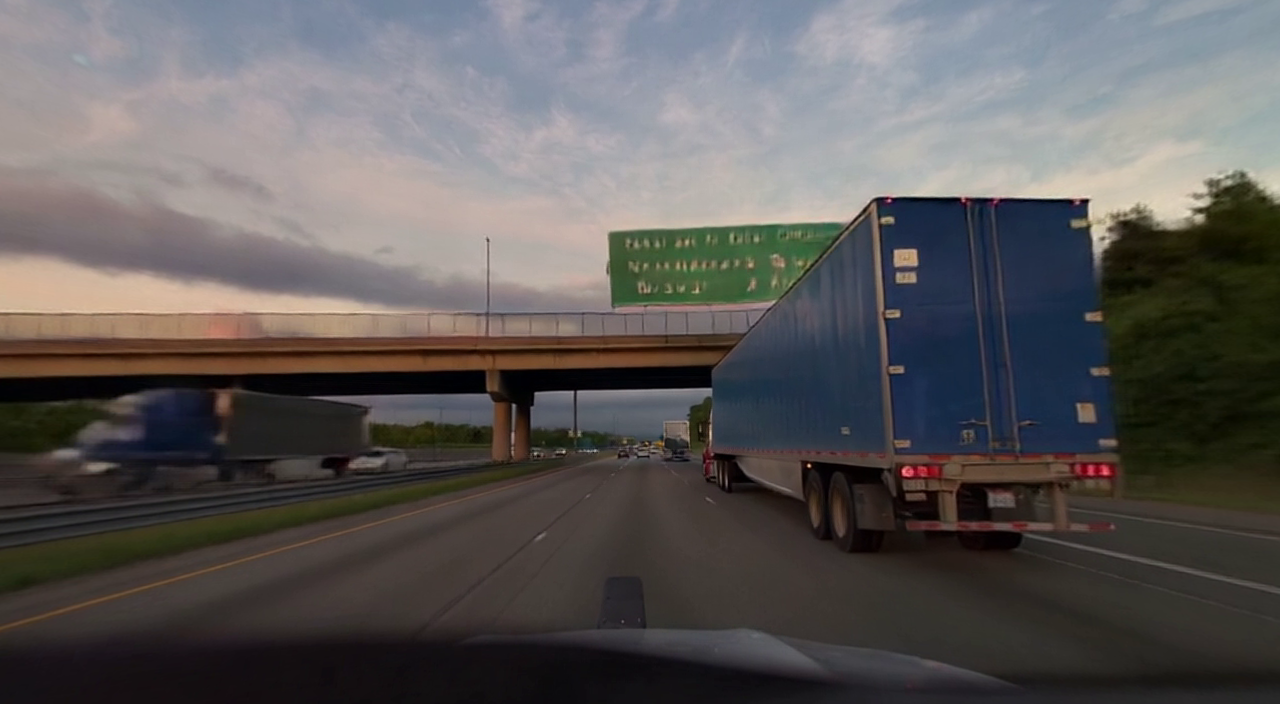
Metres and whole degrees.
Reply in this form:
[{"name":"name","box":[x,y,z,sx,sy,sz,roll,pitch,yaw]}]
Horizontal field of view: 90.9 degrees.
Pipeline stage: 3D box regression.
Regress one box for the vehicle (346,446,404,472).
[{"name":"vehicle","box":[-15.079,6.105,36.076,1.720,1.443,3.580,0,-9,0]}]

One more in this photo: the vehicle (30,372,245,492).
[{"name":"vehicle","box":[-18.484,3.095,23.866,2.957,3.937,5.954,0,-9,0]}]

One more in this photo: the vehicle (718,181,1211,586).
[{"name":"vehicle","box":[3.984,1.306,13.307,2.825,4.054,14.210,0,-9,0]}]
